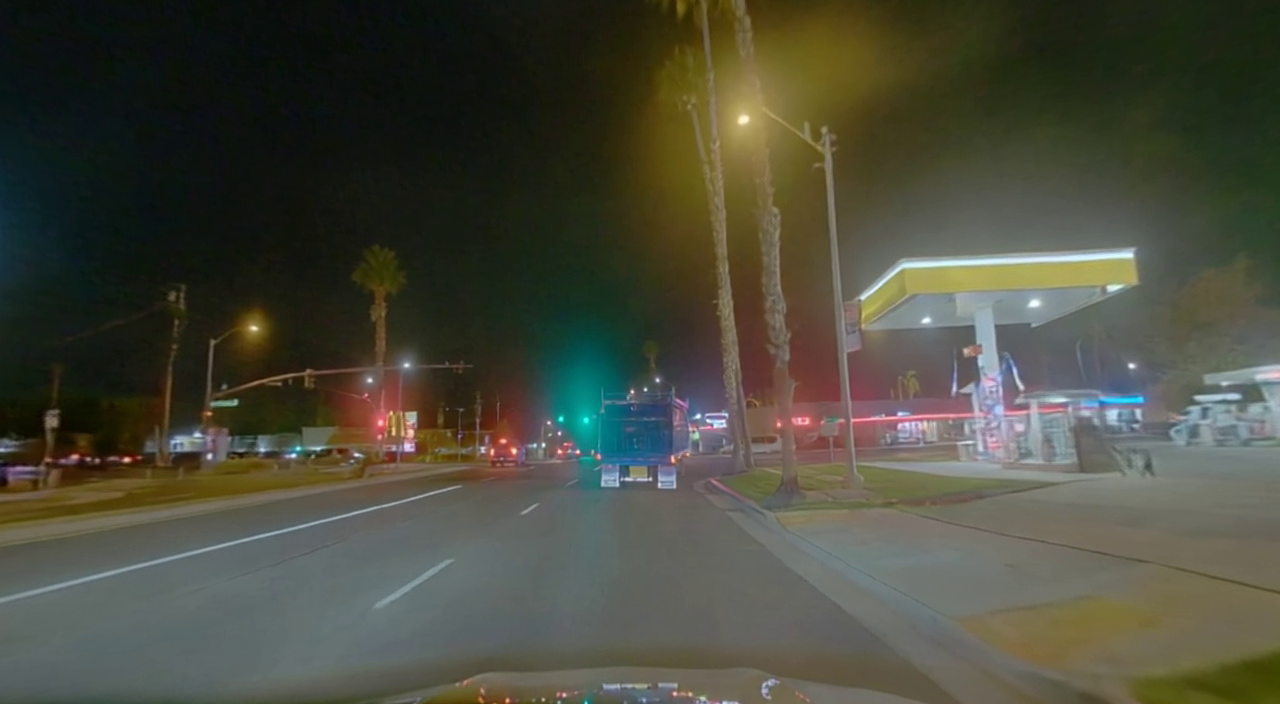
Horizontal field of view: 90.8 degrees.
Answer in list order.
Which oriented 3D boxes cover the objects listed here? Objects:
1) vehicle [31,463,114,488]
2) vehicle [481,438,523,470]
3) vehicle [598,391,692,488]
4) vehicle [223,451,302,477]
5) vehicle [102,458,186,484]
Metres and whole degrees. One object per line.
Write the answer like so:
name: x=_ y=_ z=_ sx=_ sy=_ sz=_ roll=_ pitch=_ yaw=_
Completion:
vehicle: x=-35.979 y=7.799 z=40.161 sx=1.834 sy=1.383 sz=3.707 roll=0 pitch=-8 yaw=-1
vehicle: x=-7.655 y=5.681 z=35.380 sx=1.997 sy=1.679 sz=4.263 roll=1 pitch=-8 yaw=-9
vehicle: x=0.384 y=3.091 z=22.313 sx=2.463 sy=2.954 sz=5.938 roll=-1 pitch=-8 yaw=9
vehicle: x=-27.704 y=8.217 z=46.463 sx=4.583 sy=1.556 sz=1.893 roll=-3 pitch=-7 yaw=-1
vehicle: x=-31.240 y=7.476 z=39.934 sx=1.766 sy=1.428 sz=4.337 roll=0 pitch=-8 yaw=0
